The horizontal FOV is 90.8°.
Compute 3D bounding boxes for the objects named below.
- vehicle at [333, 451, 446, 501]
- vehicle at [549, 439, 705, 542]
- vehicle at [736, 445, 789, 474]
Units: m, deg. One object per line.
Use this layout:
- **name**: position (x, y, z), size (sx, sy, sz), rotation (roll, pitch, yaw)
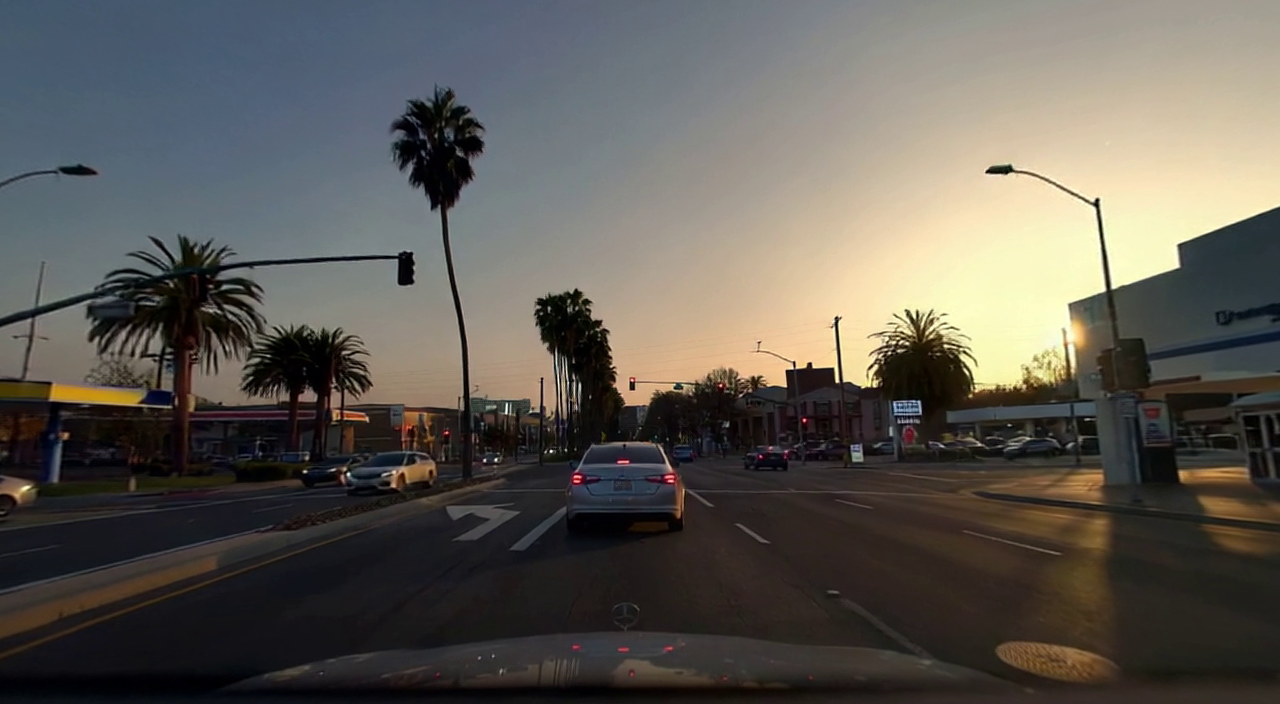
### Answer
- **vehicle**: position (-8.232, 4.084, 21.286), size (1.904, 1.450, 4.689), rotation (0, -8, 0)
- **vehicle**: position (-0.247, 2.357, 11.555), size (2.270, 1.475, 4.571), rotation (0, -8, -2)
- **vehicle**: position (6.779, 5.985, 35.422), size (2.017, 1.491, 4.420), rotation (0, -8, -1)
